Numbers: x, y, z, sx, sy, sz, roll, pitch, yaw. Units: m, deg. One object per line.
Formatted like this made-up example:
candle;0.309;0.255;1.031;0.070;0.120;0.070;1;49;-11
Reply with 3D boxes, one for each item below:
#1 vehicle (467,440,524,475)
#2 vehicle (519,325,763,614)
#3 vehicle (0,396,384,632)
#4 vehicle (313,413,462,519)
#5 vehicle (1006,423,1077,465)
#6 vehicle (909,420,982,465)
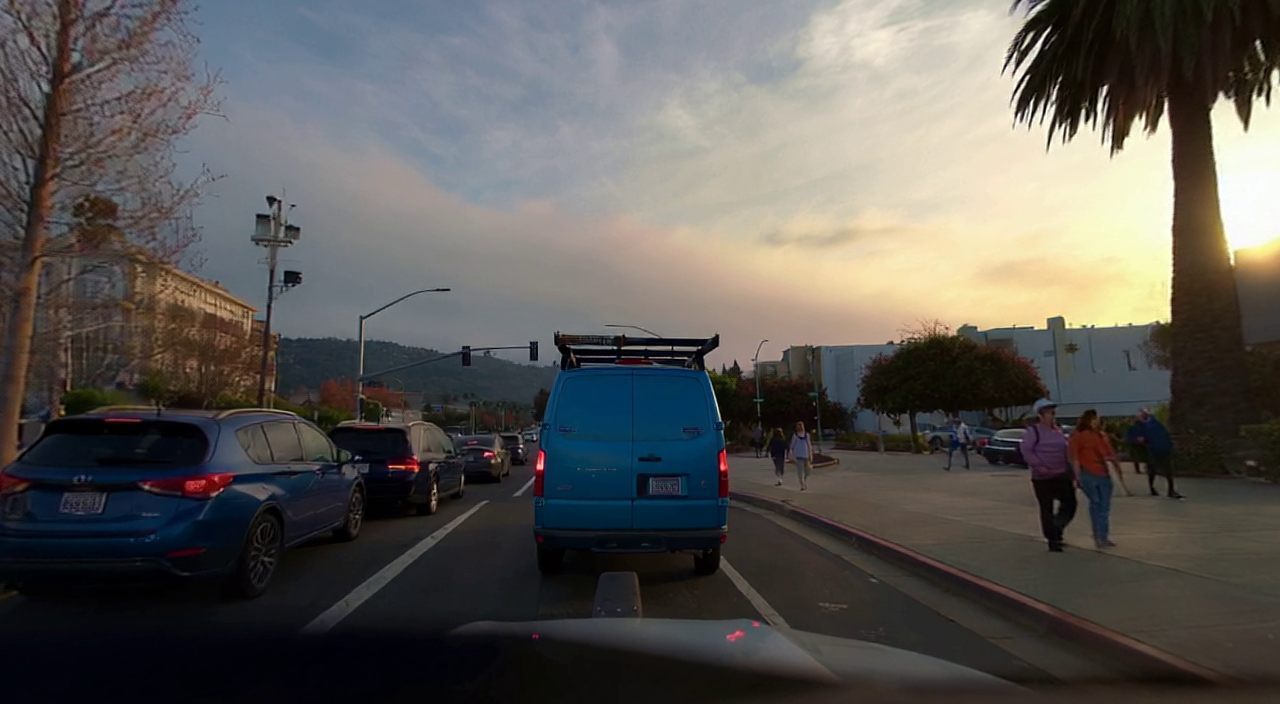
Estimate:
vehicle;-6.847;4.891;29.565;1.818;1.479;4.428;4;-9;-22
vehicle;-0.201;1.222;7.174;1.902;2.238;4.263;1;-9;-6
vehicle;-4.402;1.464;6.664;1.986;1.643;4.315;1;-9;-6
vehicle;-5.214;2.412;13.880;2.089;1.854;5.022;2;-9;-11
vehicle;15.753;3.617;24.716;2.048;1.475;3.972;-6;-10;34
vehicle;12.646;3.760;26.040;2.046;1.675;3.924;-6;-10;33
